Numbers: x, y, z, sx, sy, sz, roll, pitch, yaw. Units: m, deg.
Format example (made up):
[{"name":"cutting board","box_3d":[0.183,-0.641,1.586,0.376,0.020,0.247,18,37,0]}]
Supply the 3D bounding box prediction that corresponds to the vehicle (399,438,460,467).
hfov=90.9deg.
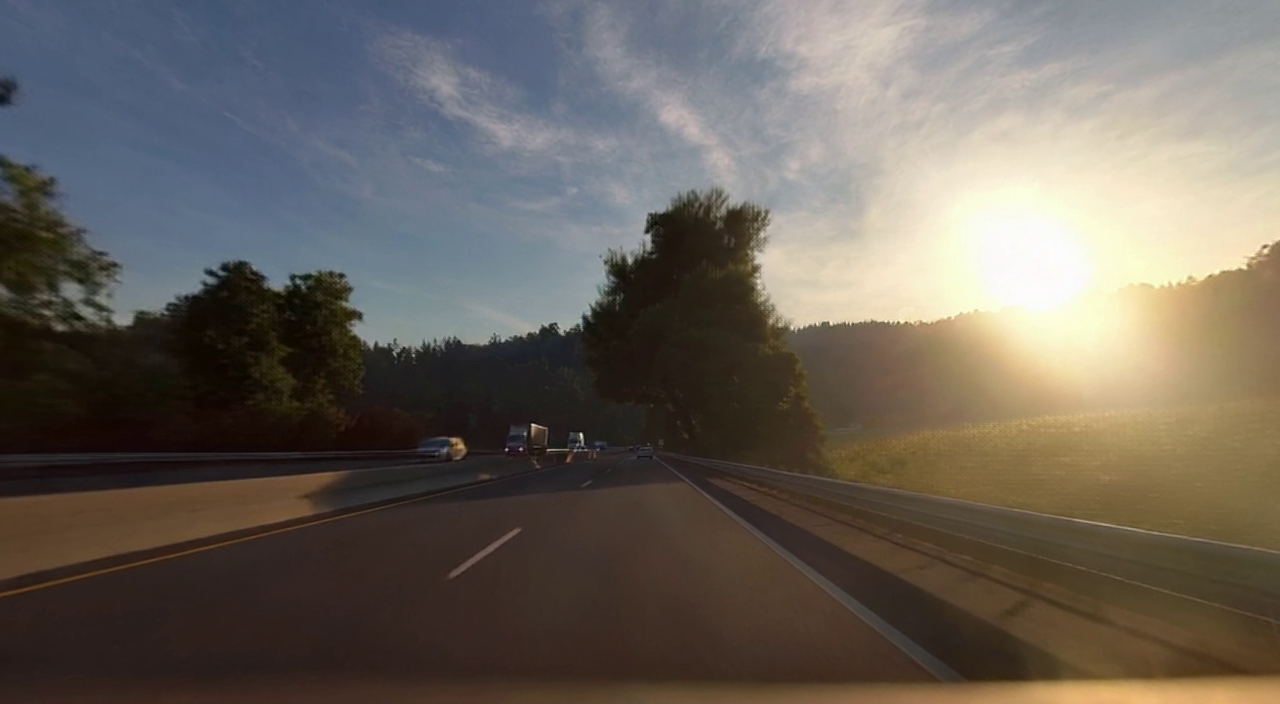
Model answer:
[{"name":"vehicle","box_3d":[-11.520,5.556,34.736,1.928,1.486,4.088,0,-9,0]}]
